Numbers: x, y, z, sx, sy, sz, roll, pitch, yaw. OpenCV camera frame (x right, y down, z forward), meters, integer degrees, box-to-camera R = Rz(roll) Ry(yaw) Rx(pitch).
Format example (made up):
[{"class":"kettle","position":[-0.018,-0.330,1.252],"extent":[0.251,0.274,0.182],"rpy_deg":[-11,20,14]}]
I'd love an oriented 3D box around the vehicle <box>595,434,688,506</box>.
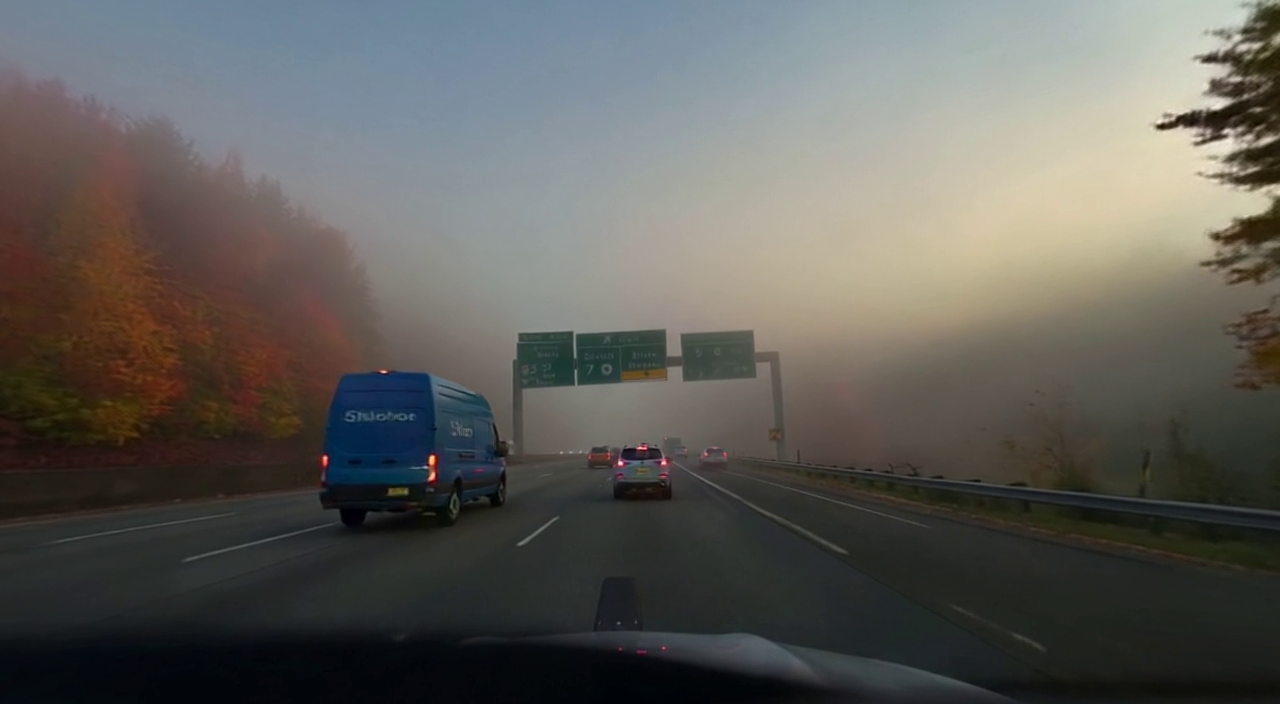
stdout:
[{"class":"vehicle","position":[0.050,3.092,16.841],"extent":[2.195,1.679,4.070],"rpy_deg":[0,-9,1]}]

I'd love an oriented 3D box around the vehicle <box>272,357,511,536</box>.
[{"class":"vehicle","position":[-4.337,1.853,12.408],"extent":[2.275,2.692,5.810],"rpy_deg":[0,-9,0]}]

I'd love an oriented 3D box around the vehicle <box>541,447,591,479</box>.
[{"class":"vehicle","position":[-3.700,5.608,32.043],"extent":[2.015,1.496,4.312],"rpy_deg":[0,-9,1]}]
